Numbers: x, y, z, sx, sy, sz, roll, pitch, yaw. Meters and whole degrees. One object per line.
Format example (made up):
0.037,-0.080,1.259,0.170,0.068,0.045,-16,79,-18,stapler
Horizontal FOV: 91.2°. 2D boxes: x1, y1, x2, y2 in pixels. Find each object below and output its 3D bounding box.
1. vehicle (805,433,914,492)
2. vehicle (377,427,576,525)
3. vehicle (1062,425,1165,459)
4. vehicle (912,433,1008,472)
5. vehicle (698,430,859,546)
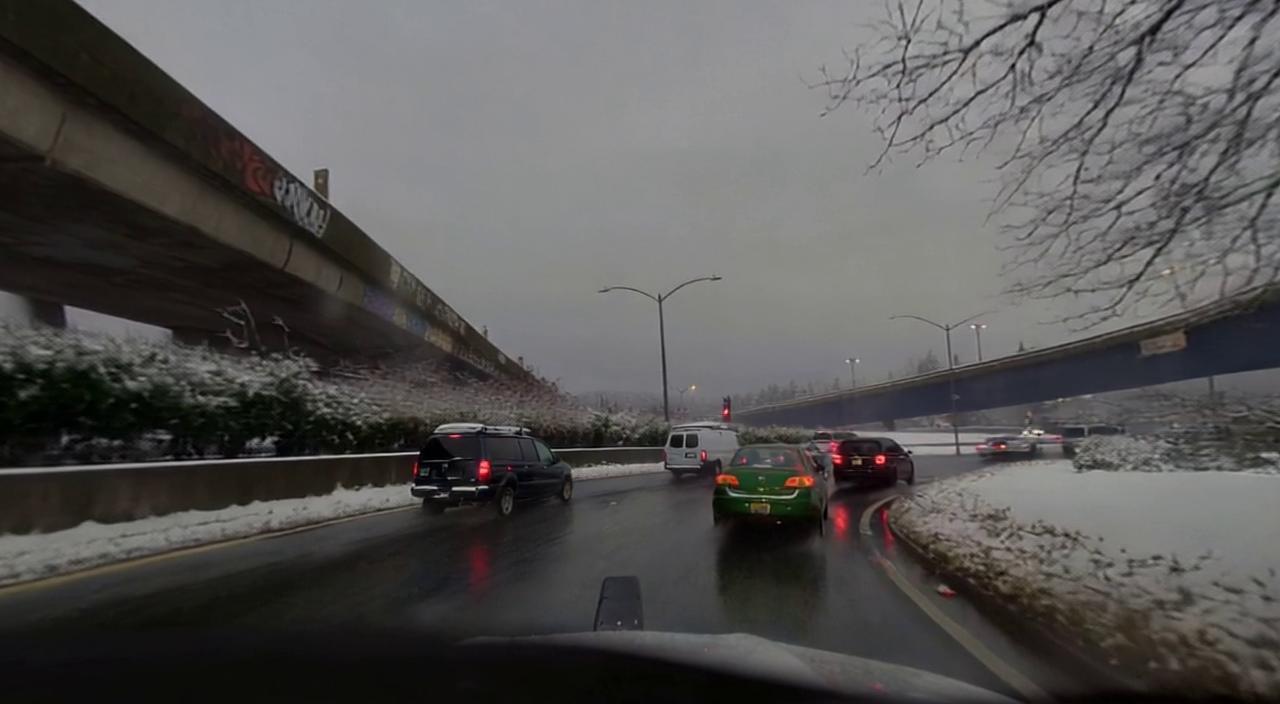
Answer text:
6.603,3.219,18.564,1.830,1.519,4.253,-7,-11,35,vehicle
-2.933,2.337,12.329,1.921,1.554,4.081,-3,-9,16,vehicle
21.602,4.132,28.598,3.934,1.485,1.763,4,-10,-20,vehicle
12.950,4.054,25.299,3.902,1.446,1.780,6,-11,-36,vehicle
2.481,2.140,10.474,2.064,1.515,3.722,-4,-10,20,vehicle
